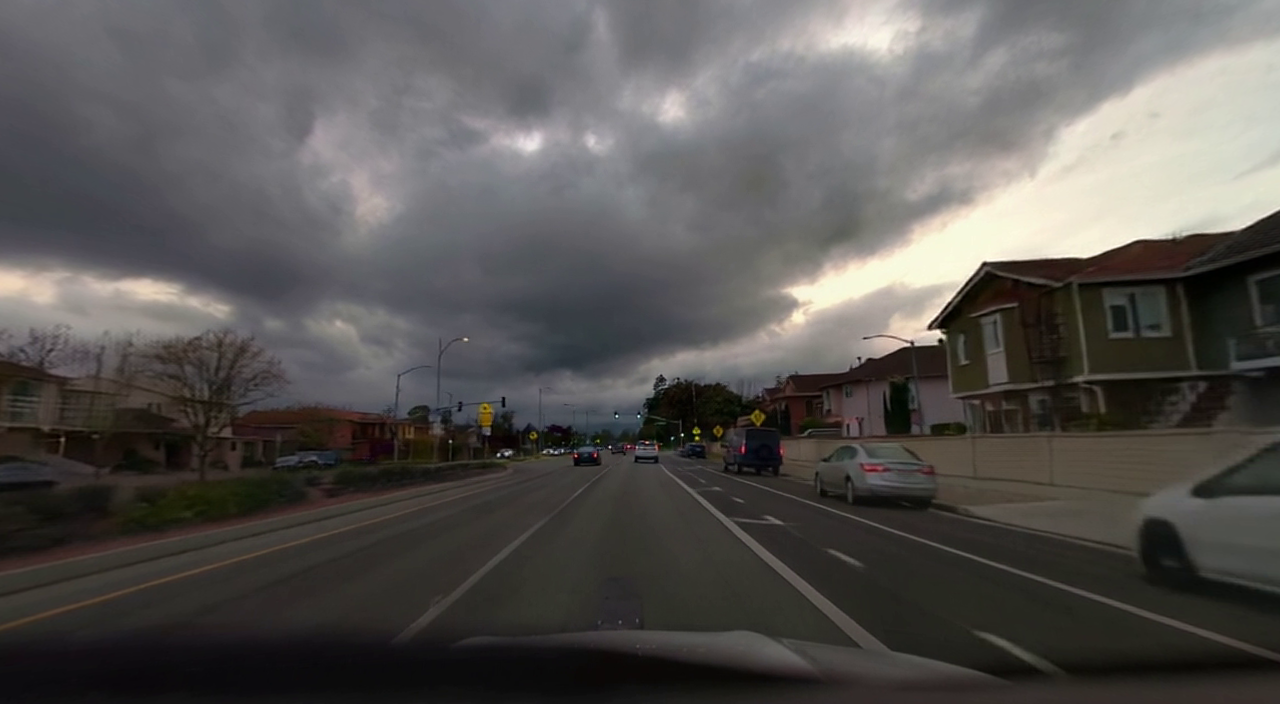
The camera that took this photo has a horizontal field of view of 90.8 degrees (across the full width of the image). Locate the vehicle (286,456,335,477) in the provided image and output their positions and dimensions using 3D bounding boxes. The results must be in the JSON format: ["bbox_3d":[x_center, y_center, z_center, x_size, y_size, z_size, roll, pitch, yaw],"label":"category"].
[{"bbox_3d":[-25.958,9.037,49.879,1.796,1.511,3.879,0,-9,0],"label":"vehicle"}]

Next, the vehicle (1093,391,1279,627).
[{"bbox_3d":[5.810,1.125,4.390,2.020,1.762,4.559,-1,-9,2],"label":"vehicle"}]

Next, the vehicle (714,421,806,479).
[{"bbox_3d":[5.444,4.650,30.174,2.763,2.329,7.864,-1,-8,0],"label":"vehicle"}]

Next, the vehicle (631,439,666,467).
[{"bbox_3d":[0.543,7.085,44.543,2.273,1.851,5.075,0,-9,-1],"label":"vehicle"}]

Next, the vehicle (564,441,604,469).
[{"bbox_3d":[-3.719,6.926,42.656,2.233,1.775,4.491,0,-9,1],"label":"vehicle"}]

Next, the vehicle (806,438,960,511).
[{"bbox_3d":[5.772,2.941,15.711,1.910,1.520,4.375,0,-9,-3],"label":"vehicle"}]
